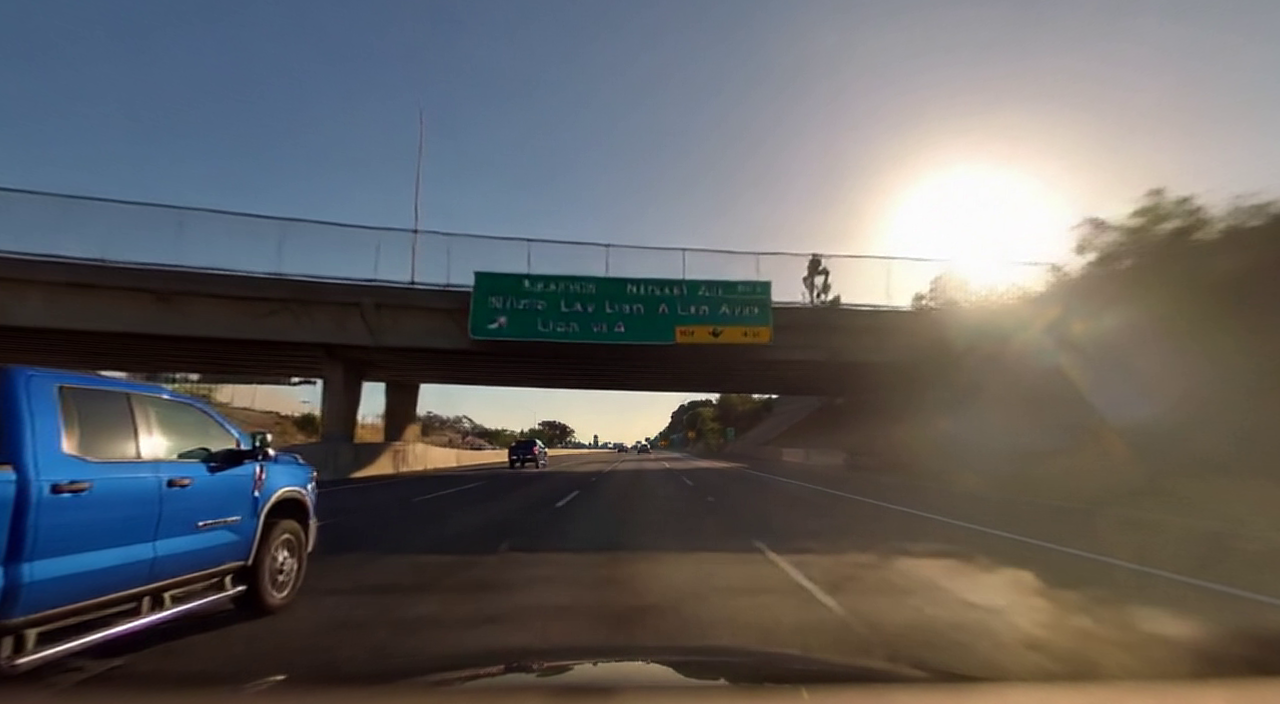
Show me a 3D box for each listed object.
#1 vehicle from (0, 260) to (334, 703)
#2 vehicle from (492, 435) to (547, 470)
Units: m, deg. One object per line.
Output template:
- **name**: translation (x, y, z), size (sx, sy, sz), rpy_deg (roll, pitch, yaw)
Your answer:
- **vehicle**: translation (-3.727, 0.580, 2.051), size (2.339, 2.004, 6.171), rpy_deg (0, -9, 0)
- **vehicle**: translation (-7.172, 6.030, 38.023), size (2.260, 1.917, 5.499), rpy_deg (0, -9, 0)
